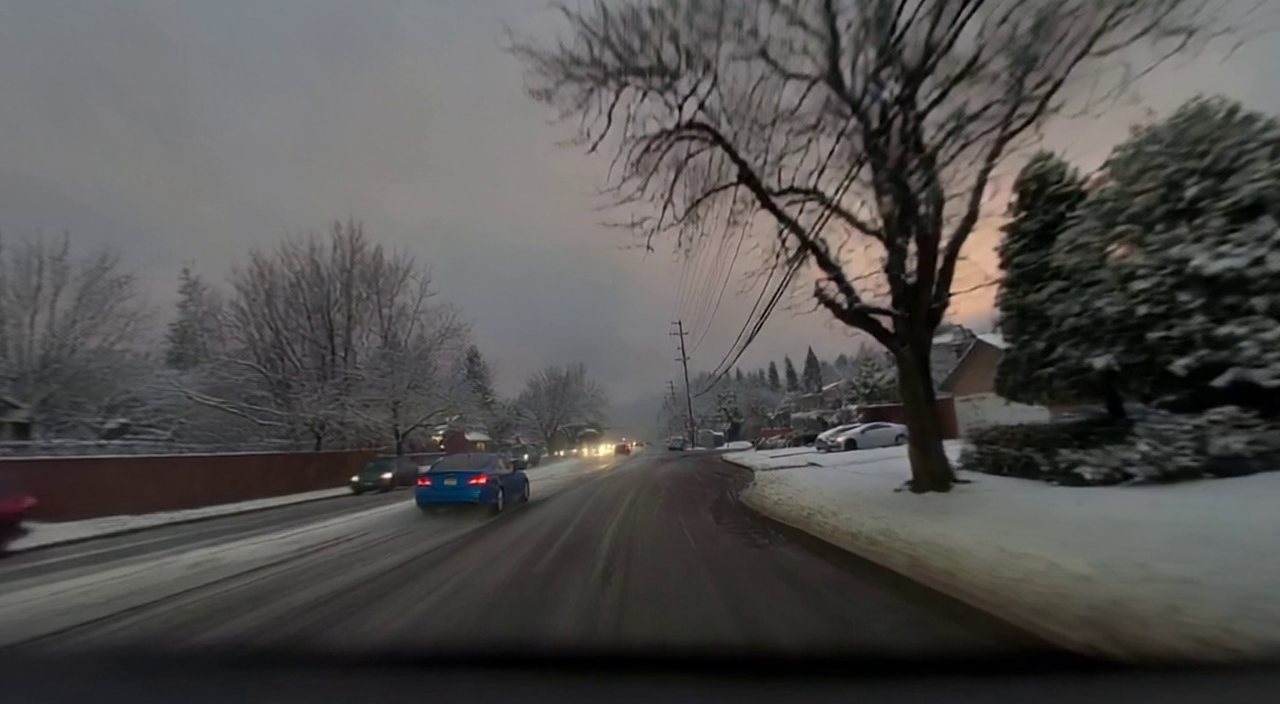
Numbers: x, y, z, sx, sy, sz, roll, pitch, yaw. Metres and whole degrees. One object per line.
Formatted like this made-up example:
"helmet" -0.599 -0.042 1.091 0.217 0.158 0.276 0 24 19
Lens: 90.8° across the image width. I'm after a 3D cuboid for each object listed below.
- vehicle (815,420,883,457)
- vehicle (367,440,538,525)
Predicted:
"vehicle" 11.108 4.689 34.035 2.121 1.799 5.124 -1 -9 3
"vehicle" -3.645 2.616 13.330 2.041 1.471 4.602 0 -8 2
